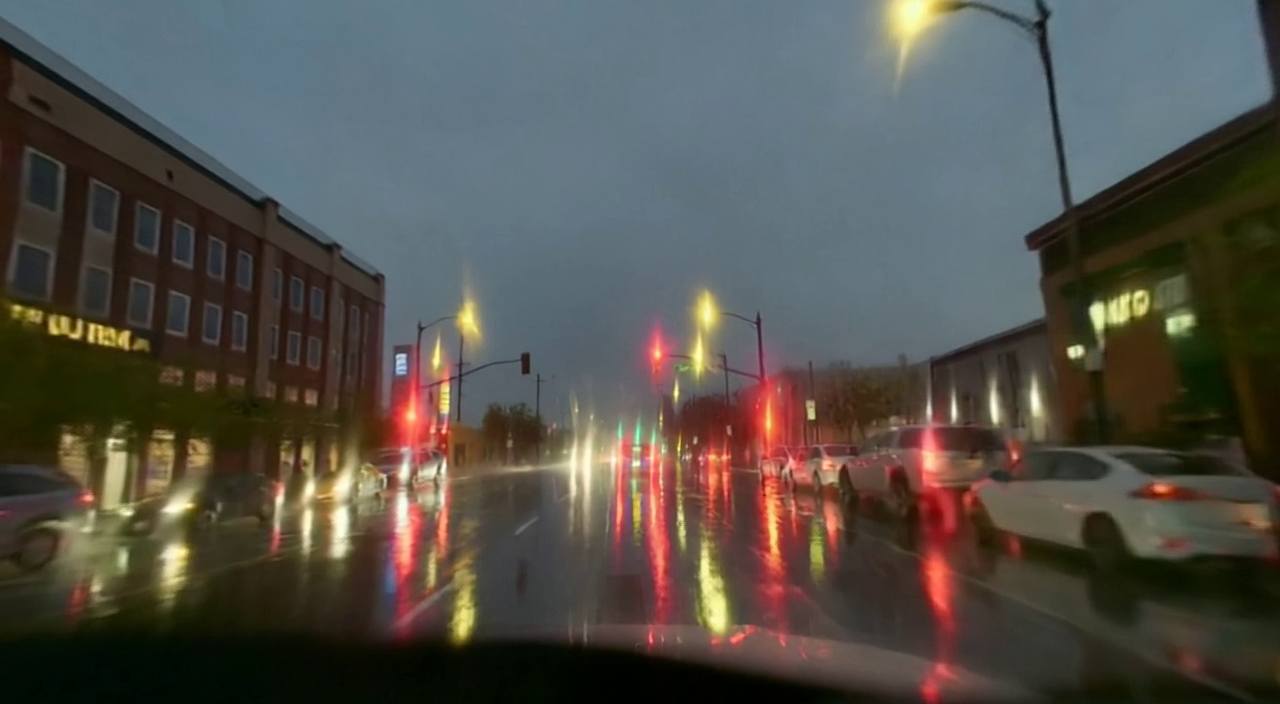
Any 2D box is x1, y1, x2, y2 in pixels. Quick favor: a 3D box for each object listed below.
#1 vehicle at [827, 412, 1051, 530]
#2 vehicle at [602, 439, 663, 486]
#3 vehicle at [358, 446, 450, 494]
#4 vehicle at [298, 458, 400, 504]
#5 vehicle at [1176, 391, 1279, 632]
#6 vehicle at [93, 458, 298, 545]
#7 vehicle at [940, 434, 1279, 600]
[{"bbox_3d":[5.794,2.373,13.187,2.201,1.972,4.845,0,-8,-1],"label":"vehicle"},{"bbox_3d":[-0.269,4.111,23.762,2.086,1.575,4.205,0,-8,0],"label":"vehicle"},{"bbox_3d":[-11.293,5.641,30.807,2.240,2.052,5.872,0,-8,0],"label":"vehicle"},{"bbox_3d":[-11.109,4.929,24.562,1.868,1.502,4.626,0,-8,-1],"label":"vehicle"},{"bbox_3d":[5.861,0.928,2.929,1.957,1.806,5.369,0,-8,-1],"label":"vehicle"},{"bbox_3d":[-11.109,3.697,16.289,1.920,1.498,4.591,-5,-6,2],"label":"vehicle"},{"bbox_3d":[5.850,1.839,8.030,1.854,1.498,4.295,0,-8,-1],"label":"vehicle"}]
